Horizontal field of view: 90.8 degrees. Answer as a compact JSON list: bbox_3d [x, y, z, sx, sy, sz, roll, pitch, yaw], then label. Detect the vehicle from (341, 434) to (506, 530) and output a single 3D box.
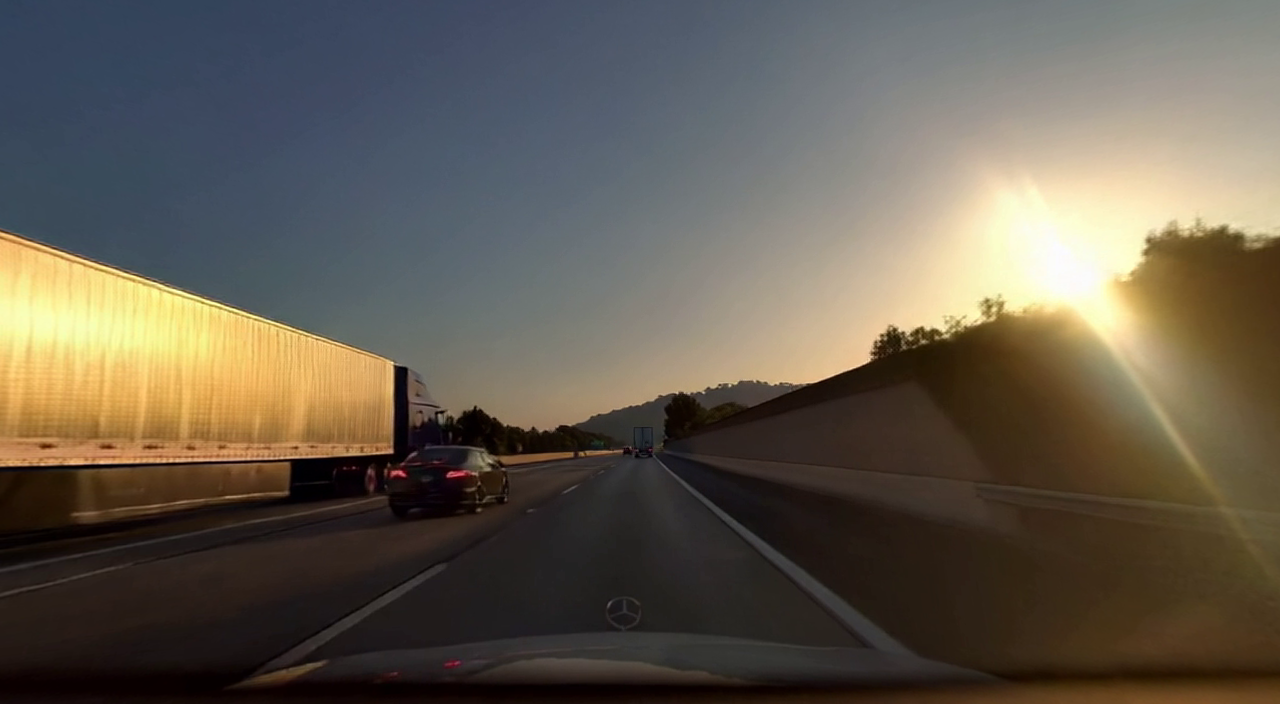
[{"bbox_3d":[-3.964,2.428,12.299,1.880,1.569,3.714,0,-9,0],"label":"vehicle"}]
